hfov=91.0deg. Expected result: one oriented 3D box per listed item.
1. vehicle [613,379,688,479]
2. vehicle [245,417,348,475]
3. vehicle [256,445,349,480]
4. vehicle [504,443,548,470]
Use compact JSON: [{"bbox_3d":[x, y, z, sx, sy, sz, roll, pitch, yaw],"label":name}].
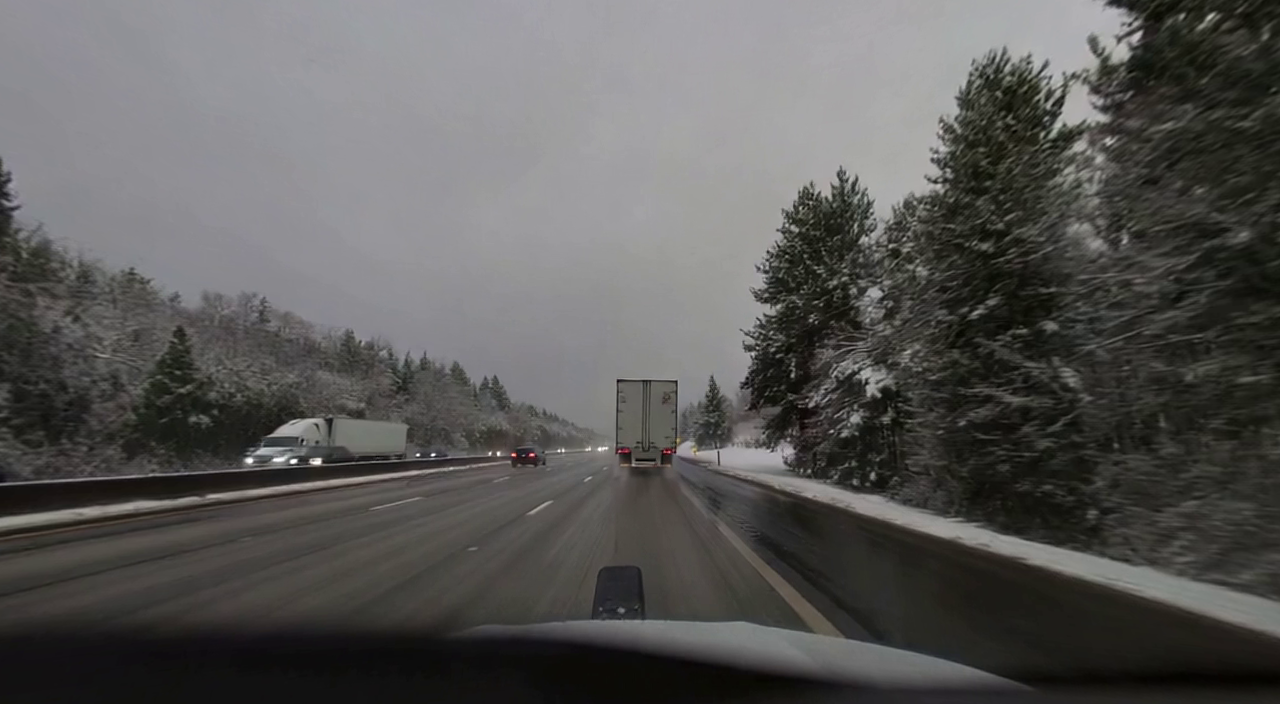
[{"bbox_3d":[0.340,4.020,31.711,3.052,4.132,11.336,0,-9,-1],"label":"vehicle"},{"bbox_3d":[-25.507,7.069,47.381,2.959,3.986,8.233,0,-9,1],"label":"vehicle"},{"bbox_3d":[-17.852,5.826,33.642,2.242,1.713,4.902,0,-9,1],"label":"vehicle"},{"bbox_3d":[-7.515,6.902,41.912,2.066,1.674,4.423,0,-9,0],"label":"vehicle"}]
